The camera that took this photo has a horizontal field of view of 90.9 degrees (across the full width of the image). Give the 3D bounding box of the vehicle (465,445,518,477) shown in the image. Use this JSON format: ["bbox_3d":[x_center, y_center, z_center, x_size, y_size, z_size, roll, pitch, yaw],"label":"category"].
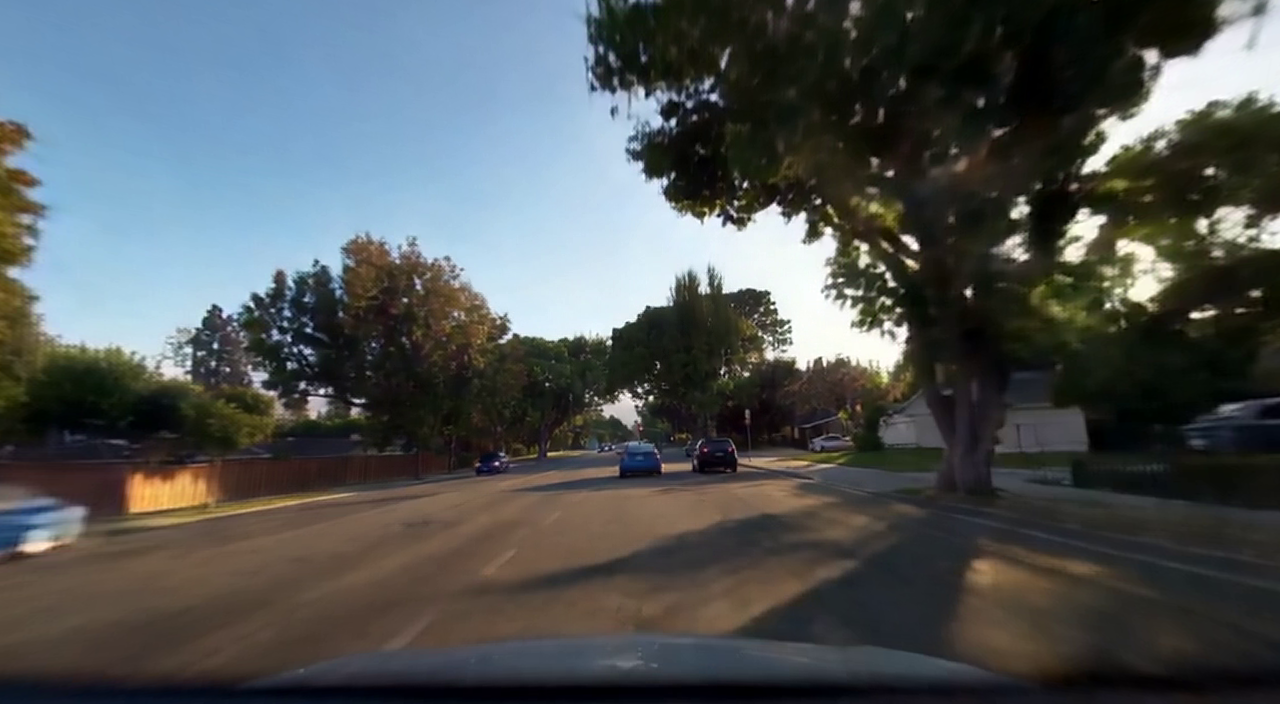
[{"bbox_3d":[-9.369,6.911,40.156,2.101,1.703,4.481,-6,-8,1],"label":"vehicle"}]

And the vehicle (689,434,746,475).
[{"bbox_3d":[3.490,4.697,29.140,2.024,1.711,4.512,0,-8,-1],"label":"vehicle"}]

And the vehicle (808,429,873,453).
[{"bbox_3d":[15.439,6.900,48.683,4.378,1.754,2.007,1,-9,1],"label":"vehicle"}]

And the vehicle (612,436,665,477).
[{"bbox_3d":[-0.079,4.618,28.086,2.200,1.653,4.127,0,-8,0],"label":"vehicle"}]
